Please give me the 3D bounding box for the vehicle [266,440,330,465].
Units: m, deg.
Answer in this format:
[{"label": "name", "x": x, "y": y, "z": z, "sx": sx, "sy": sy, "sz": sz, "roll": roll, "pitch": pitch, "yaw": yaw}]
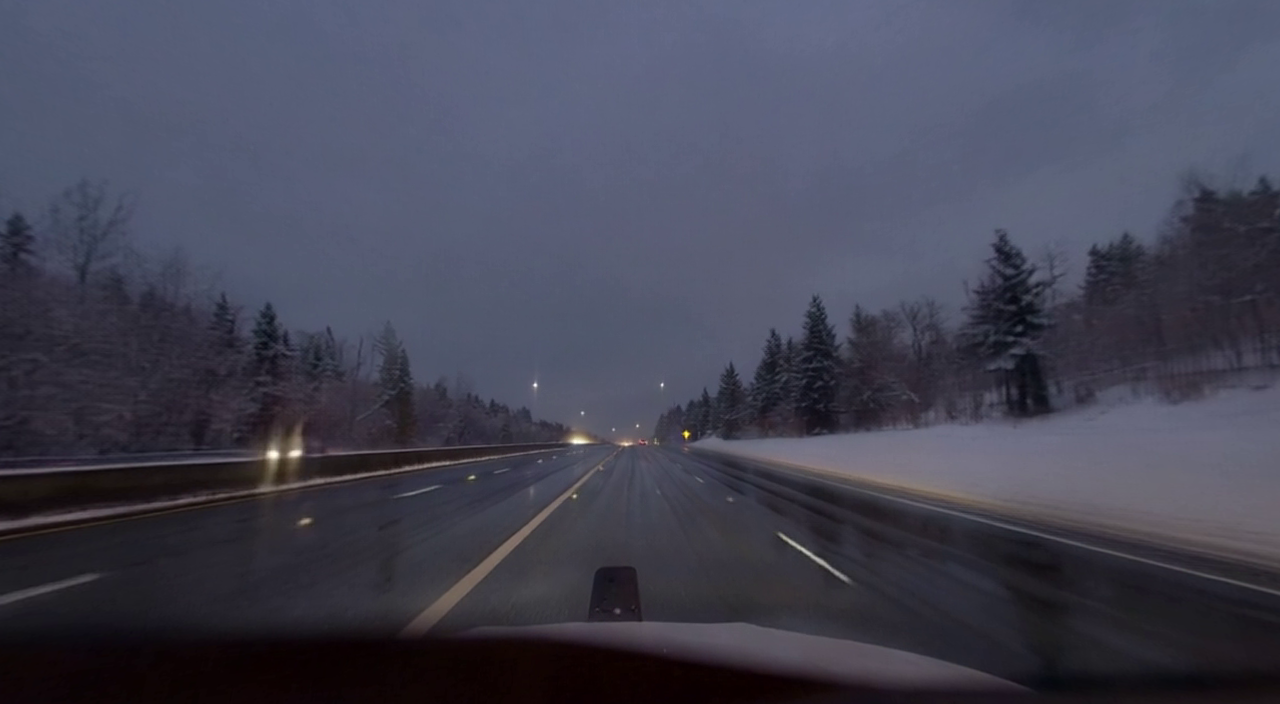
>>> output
[{"label": "vehicle", "x": -22.349, "y": 6.569, "z": 41.235, "sx": 1.884, "sy": 1.521, "sz": 4.211, "roll": 0, "pitch": -8, "yaw": -1}]
